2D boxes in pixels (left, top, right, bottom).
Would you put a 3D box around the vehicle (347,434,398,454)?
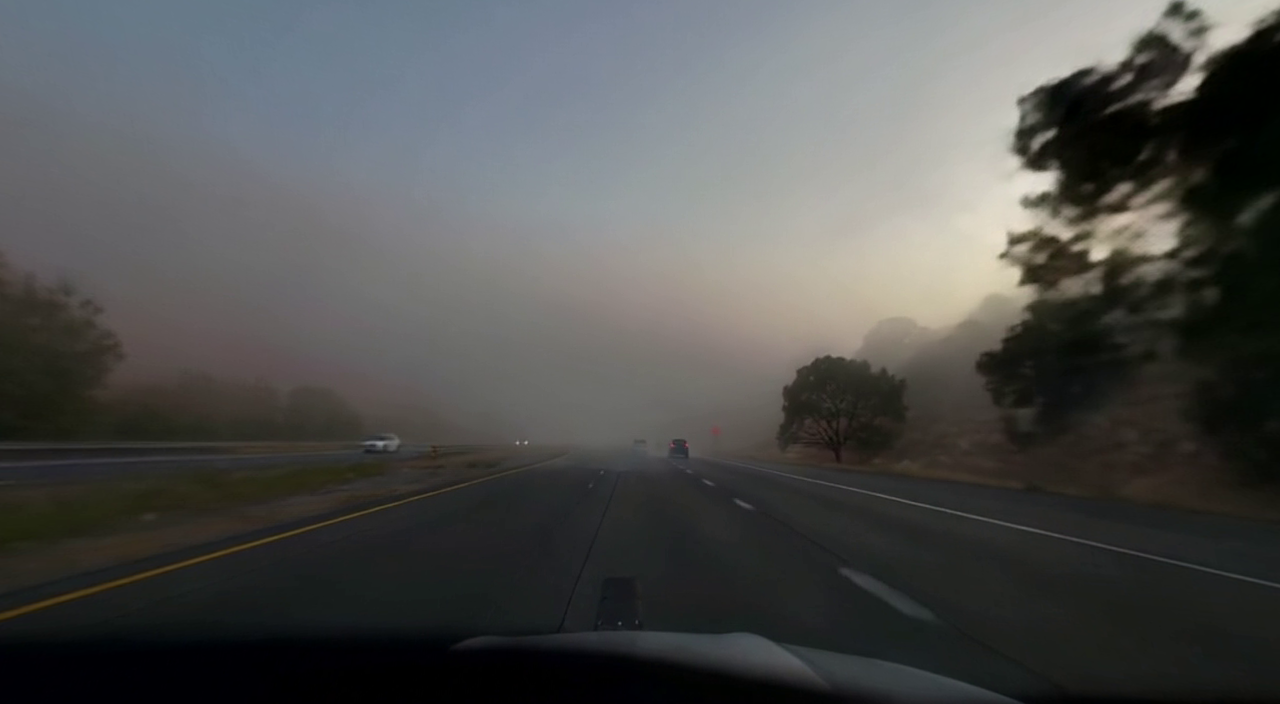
[{"bbox_3d":[-21.131,7.273,49.860,1.999,1.472,4.598,0,-8,0],"label":"vehicle"}]
